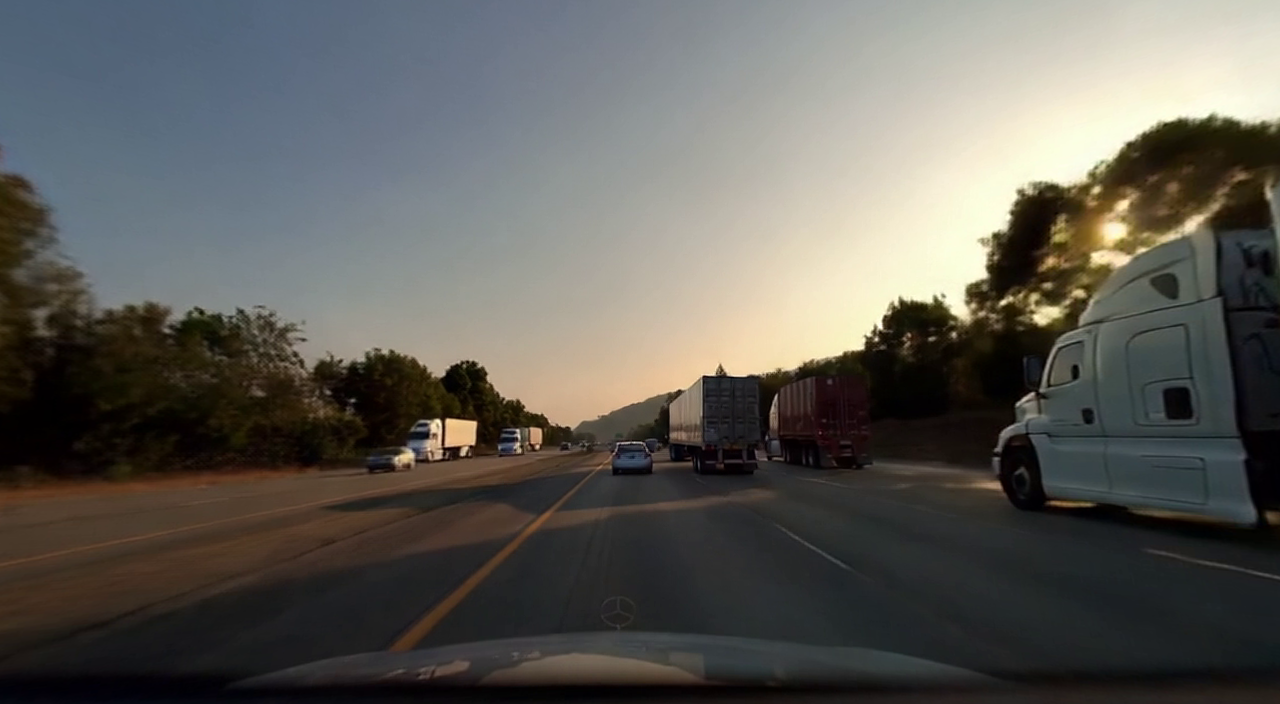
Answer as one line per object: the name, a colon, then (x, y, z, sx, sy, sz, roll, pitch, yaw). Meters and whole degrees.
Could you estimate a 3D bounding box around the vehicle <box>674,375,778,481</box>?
vehicle: (3.711, 3.878, 31.683, 2.888, 4.099, 14.183, 0, -8, -2)

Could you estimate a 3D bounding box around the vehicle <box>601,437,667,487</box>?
vehicle: (-0.238, 3.633, 21.208, 2.038, 1.477, 3.773, 0, -8, -2)

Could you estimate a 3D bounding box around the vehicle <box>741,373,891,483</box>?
vehicle: (7.731, 3.780, 30.771, 2.876, 4.111, 14.145, 0, -8, -2)

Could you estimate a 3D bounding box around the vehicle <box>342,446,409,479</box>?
vehicle: (-12.790, 5.357, 30.718, 1.767, 1.442, 3.559, 0, -8, -1)

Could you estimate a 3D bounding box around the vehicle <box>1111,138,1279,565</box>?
vehicle: (8.171, -0.686, 1.318, 3.110, 4.308, 14.260, 0, -8, -1)
